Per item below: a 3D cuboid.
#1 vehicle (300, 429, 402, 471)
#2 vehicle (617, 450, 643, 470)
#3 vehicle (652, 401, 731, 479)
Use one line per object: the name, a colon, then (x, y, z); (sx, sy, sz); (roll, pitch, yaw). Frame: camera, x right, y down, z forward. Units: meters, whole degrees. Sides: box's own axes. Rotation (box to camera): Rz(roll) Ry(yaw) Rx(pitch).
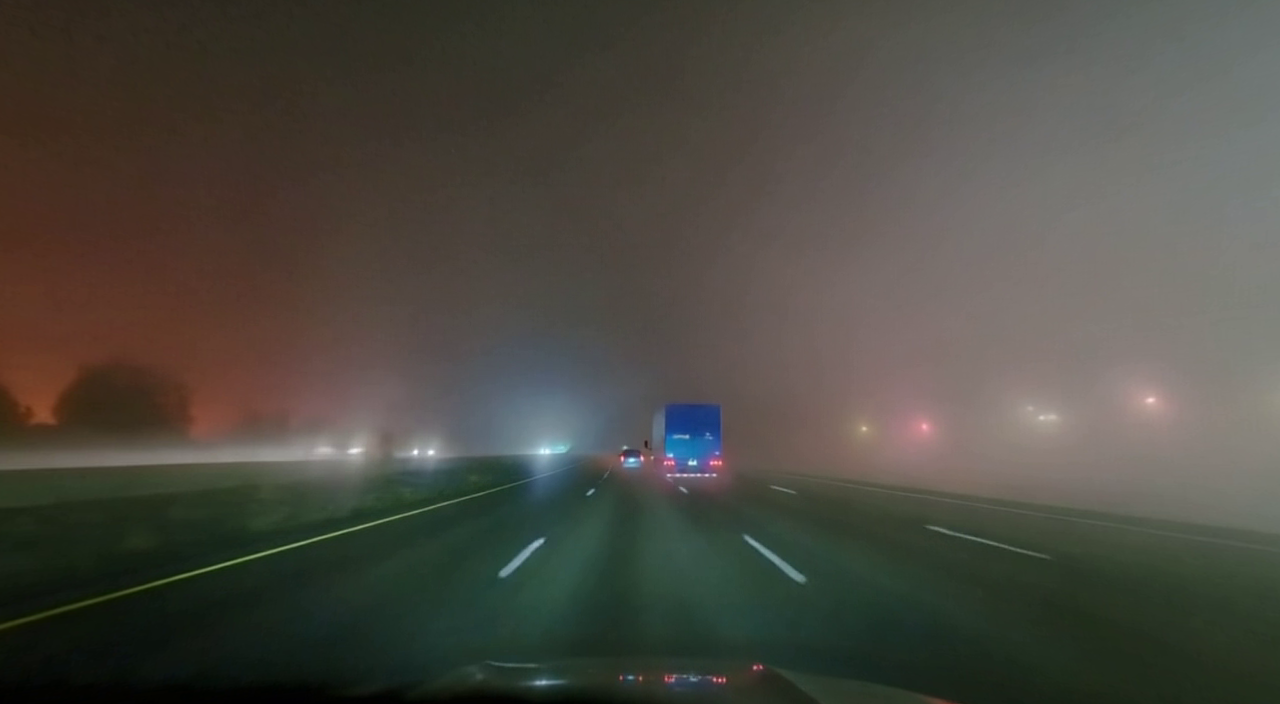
vehicle: (-11.759, 4.049, 26.067); (2.004, 1.522, 4.569); (0, -9, 1)
vehicle: (-0.734, 8.118, 47.698); (1.898, 1.438, 4.053); (0, -9, -1)
vehicle: (2.966, 6.031, 42.483); (3.462, 4.177, 16.311); (0, -9, -2)
